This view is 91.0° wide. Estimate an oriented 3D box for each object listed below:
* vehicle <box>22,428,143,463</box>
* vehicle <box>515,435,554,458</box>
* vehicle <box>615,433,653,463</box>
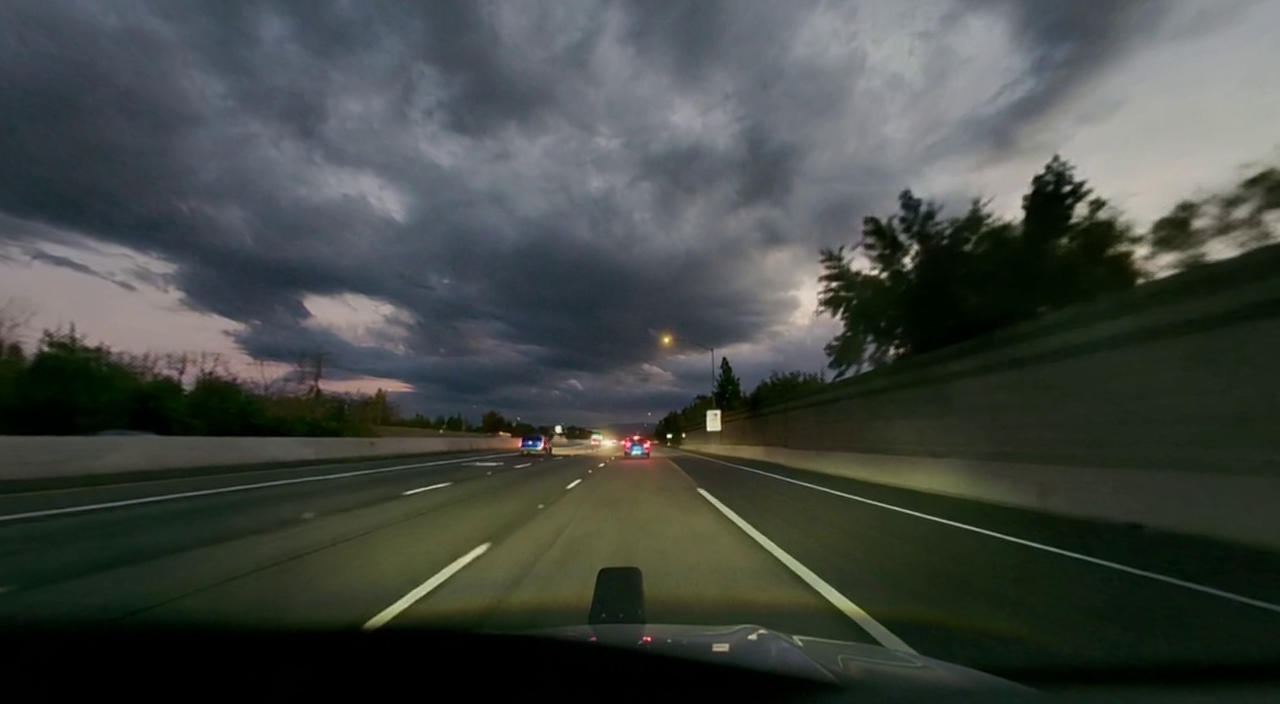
[{"bbox_3d":[-28.764,4.855,32.734,1.921,1.637,4.652,0,-8,1],"label":"vehicle"},{"bbox_3d":[-7.539,6.799,45.422,2.019,1.523,4.396,0,-8,1],"label":"vehicle"},{"bbox_3d":[-0.310,5.740,37.646,2.141,1.706,4.065,0,-8,0],"label":"vehicle"}]
